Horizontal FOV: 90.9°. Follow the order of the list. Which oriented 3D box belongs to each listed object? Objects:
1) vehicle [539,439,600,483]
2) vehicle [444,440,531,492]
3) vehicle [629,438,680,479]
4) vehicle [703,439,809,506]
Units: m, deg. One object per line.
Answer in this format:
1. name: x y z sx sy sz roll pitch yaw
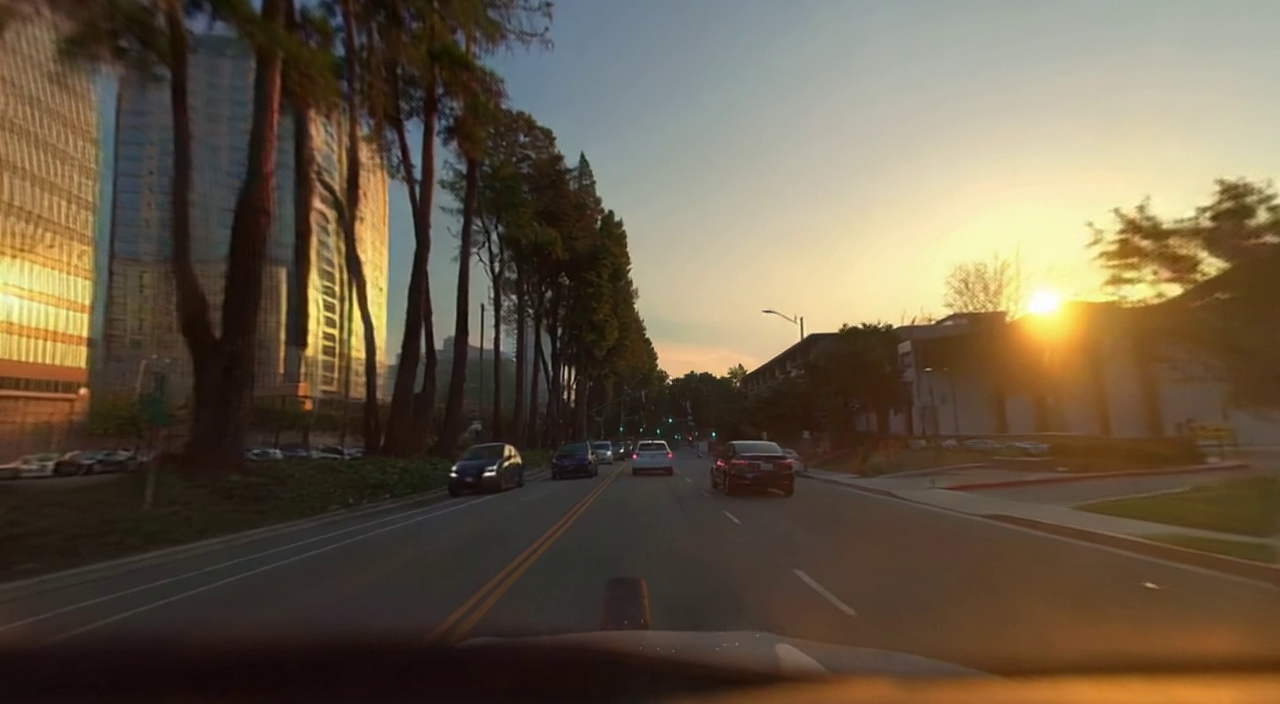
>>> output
1. vehicle: -2.904 4.576 26.816 2.065 1.708 4.311 0 -9 1
2. vehicle: -5.648 4.289 24.107 2.132 1.769 4.760 0 -9 0
3. vehicle: 0.600 4.673 27.874 2.105 1.653 3.887 0 -9 0
4. vehicle: 2.888 3.098 16.685 1.991 1.536 4.116 0 -9 -1
